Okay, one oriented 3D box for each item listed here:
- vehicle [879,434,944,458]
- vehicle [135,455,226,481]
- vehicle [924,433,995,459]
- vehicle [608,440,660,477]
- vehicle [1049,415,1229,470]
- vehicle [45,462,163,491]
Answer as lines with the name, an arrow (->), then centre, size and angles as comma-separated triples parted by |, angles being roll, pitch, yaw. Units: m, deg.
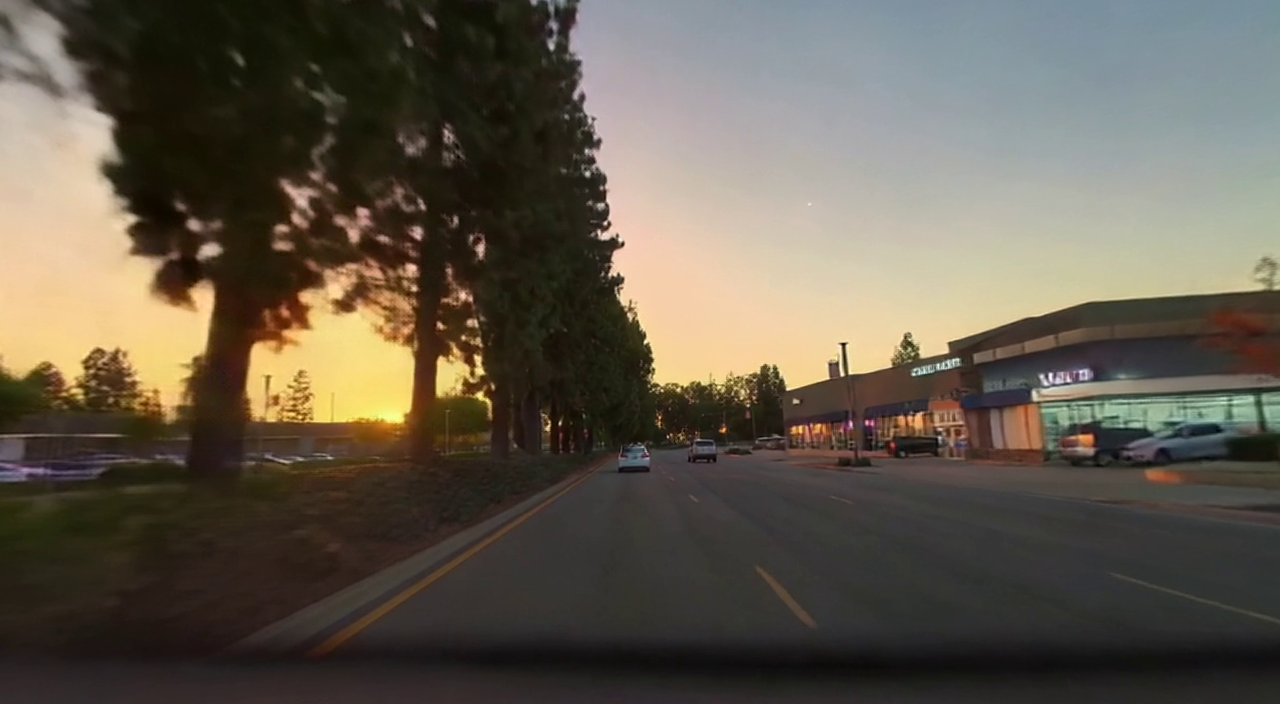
vehicle -> 21.267, 7.409, 49.753 | 2.015, 1.821, 4.696 | 2, -9, -17
vehicle -> -30.384, 7.689, 41.882 | 4.486, 1.610, 2.020 | -1, -9, 3
vehicle -> 21.150, 6.287, 42.093 | 2.136, 1.603, 4.534 | 0, -9, -4
vehicle -> -0.253, 4.611, 27.600 | 2.126, 1.475, 3.967 | 0, -9, 0
vehicle -> 20.659, 3.829, 26.727 | 2.356, 2.005, 6.308 | 0, -8, -1
vehicle -> -30.659, 7.118, 36.230 | 4.820, 1.477, 2.105 | 0, -9, -1
